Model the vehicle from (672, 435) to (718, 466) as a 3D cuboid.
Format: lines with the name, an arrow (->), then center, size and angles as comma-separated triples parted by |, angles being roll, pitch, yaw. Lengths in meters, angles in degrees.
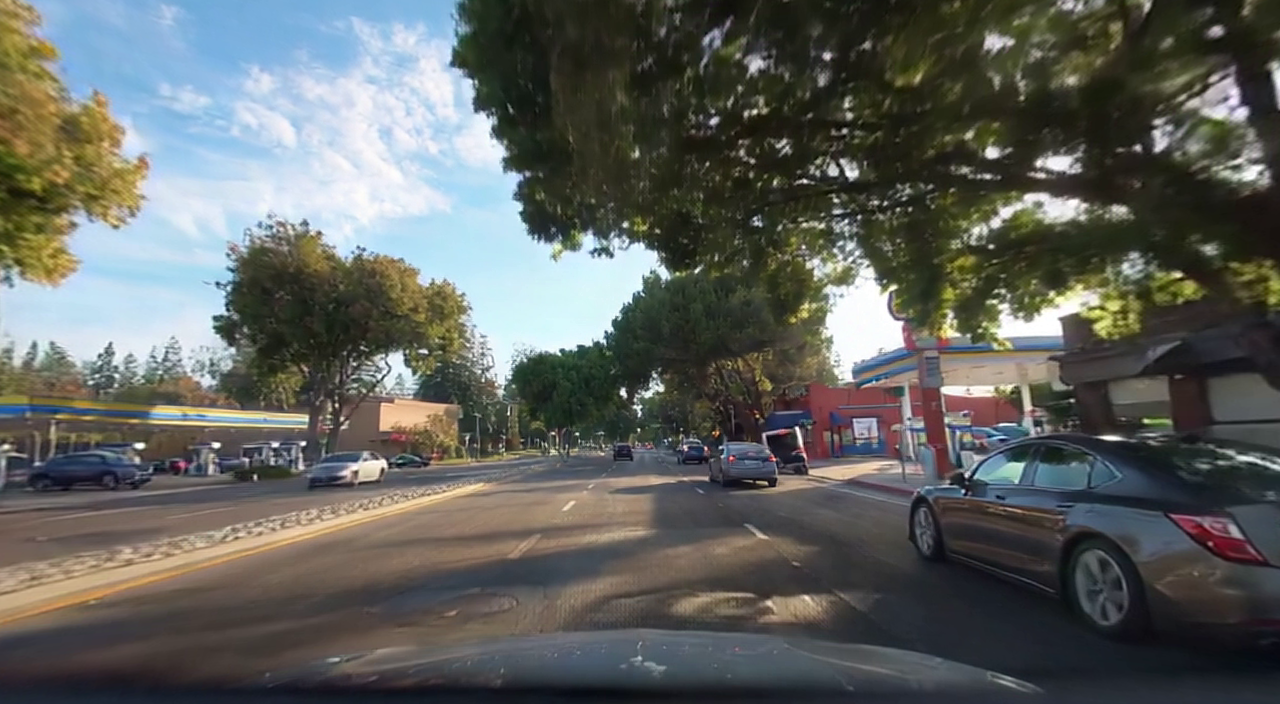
vehicle -> 3.673, 6.738, 43.281 | 2.611, 1.983, 5.165 | 0, -9, -1

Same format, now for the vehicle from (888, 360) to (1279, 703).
vehicle -> 3.698, 1.126, 4.384 | 1.875, 1.665, 4.931 | 0, -9, 0

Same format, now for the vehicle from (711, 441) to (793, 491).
vehicle -> 3.602, 3.749, 21.055 | 1.871, 1.442, 4.122 | 0, -9, -1

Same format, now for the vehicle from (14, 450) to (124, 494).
vehicle -> -28.767, 5.986, 32.006 | 2.064, 2.002, 4.835 | 2, -9, -16

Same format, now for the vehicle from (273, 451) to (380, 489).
vehicle -> -14.205, 5.344, 29.045 | 2.031, 1.539, 5.646 | -1, -9, 0
